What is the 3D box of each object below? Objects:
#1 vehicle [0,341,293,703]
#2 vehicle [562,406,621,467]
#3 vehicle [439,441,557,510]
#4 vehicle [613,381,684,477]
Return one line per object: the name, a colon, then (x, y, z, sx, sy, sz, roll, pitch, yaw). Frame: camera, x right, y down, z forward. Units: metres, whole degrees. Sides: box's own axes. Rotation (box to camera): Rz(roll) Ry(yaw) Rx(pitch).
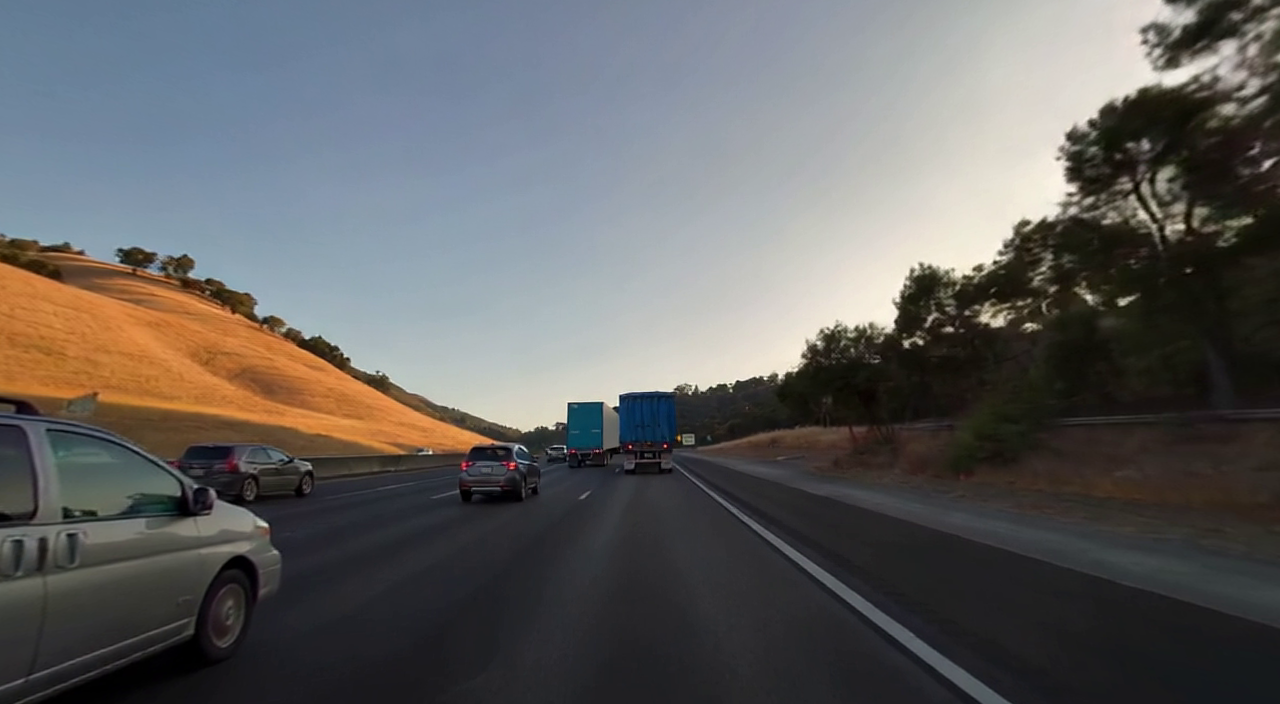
vehicle: (-3.813, 0.810, 2.395, 2.136, 1.779, 4.875, 0, -8, 1)
vehicle: (-3.492, 6.700, 49.578, 3.311, 4.073, 14.172, 0, -8, 1)
vehicle: (-3.346, 2.973, 15.730, 1.950, 1.446, 4.224, 0, -8, 0)
vehicle: (0.538, 4.002, 31.783, 2.913, 3.988, 10.874, 0, -8, 2)
